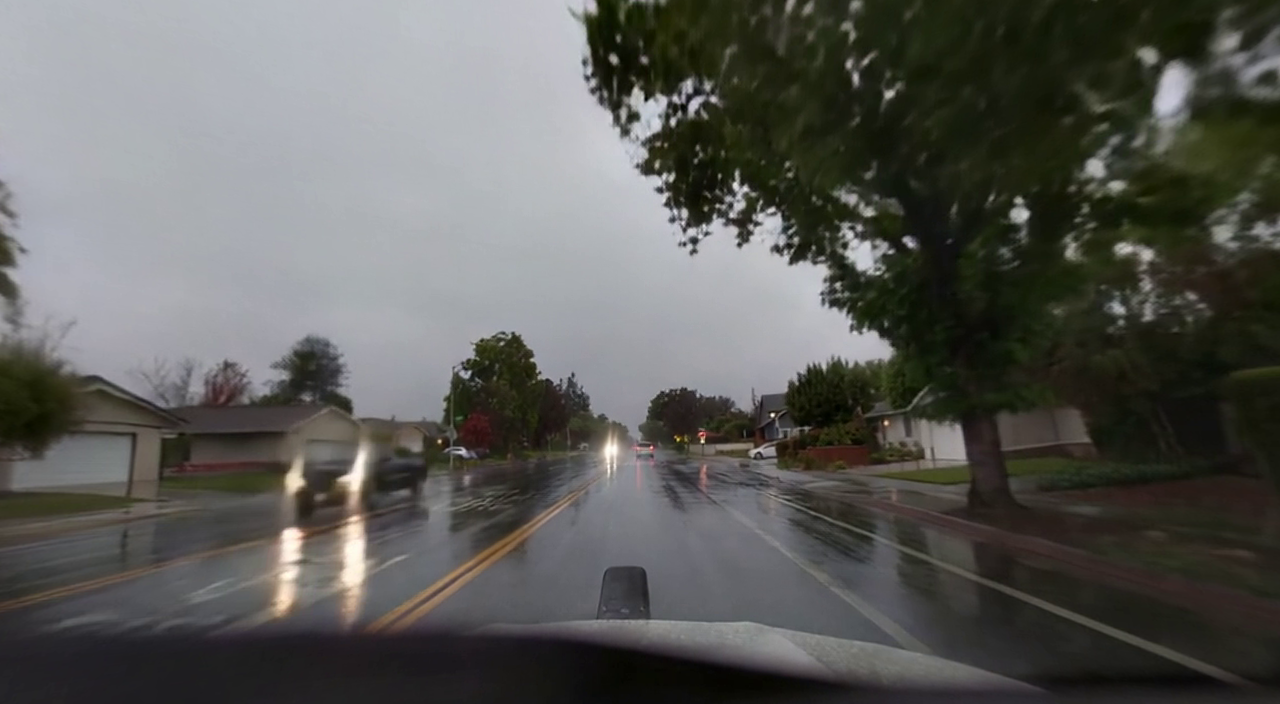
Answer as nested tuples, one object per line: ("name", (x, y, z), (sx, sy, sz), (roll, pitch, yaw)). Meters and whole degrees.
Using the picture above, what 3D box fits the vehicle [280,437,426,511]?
("vehicle", (-7.627, 3.255, 17.295), (1.977, 1.753, 4.128), (0, -8, 1))
